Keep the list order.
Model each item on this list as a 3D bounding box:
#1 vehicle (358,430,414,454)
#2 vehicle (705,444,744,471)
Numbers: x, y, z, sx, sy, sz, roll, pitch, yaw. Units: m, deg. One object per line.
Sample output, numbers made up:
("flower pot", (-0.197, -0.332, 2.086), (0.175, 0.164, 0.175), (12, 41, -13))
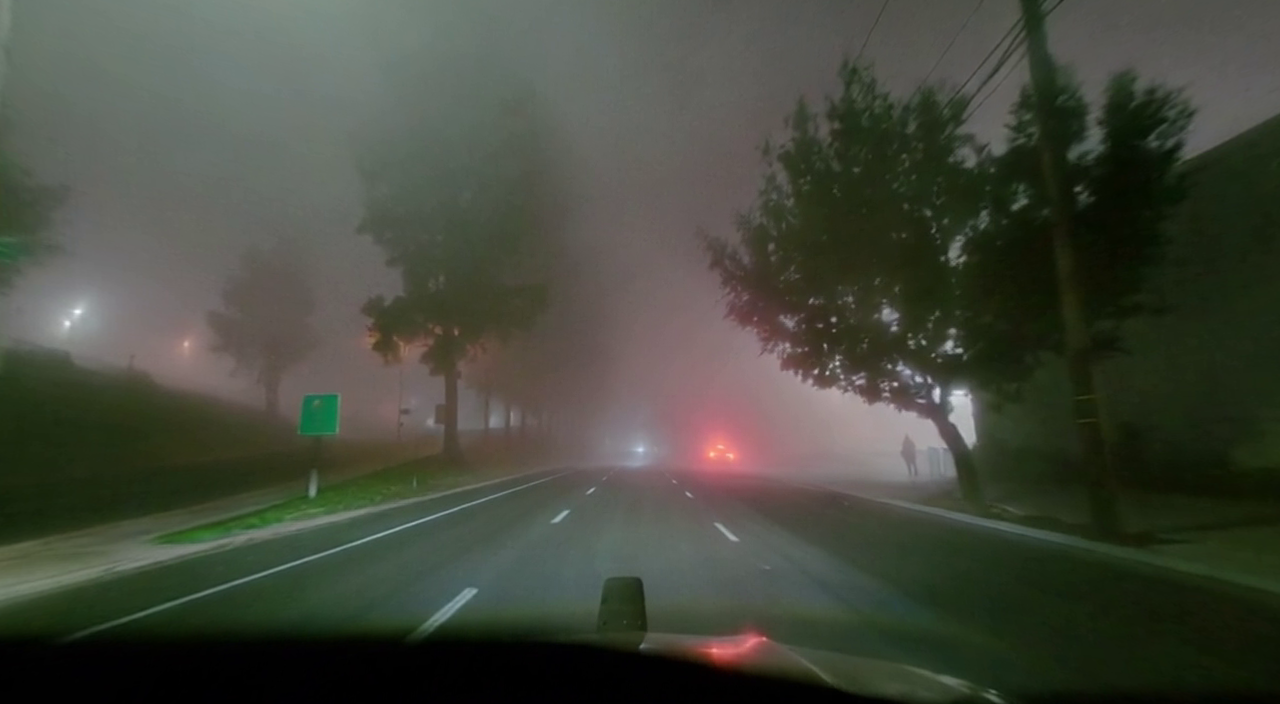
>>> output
("vehicle", (-16.524, 5.905, 41.221), (1.960, 1.436, 4.584), (1, -8, -3))
("vehicle", (5.958, 7.451, 44.960), (2.177, 1.788, 5.106), (0, -8, 1))
